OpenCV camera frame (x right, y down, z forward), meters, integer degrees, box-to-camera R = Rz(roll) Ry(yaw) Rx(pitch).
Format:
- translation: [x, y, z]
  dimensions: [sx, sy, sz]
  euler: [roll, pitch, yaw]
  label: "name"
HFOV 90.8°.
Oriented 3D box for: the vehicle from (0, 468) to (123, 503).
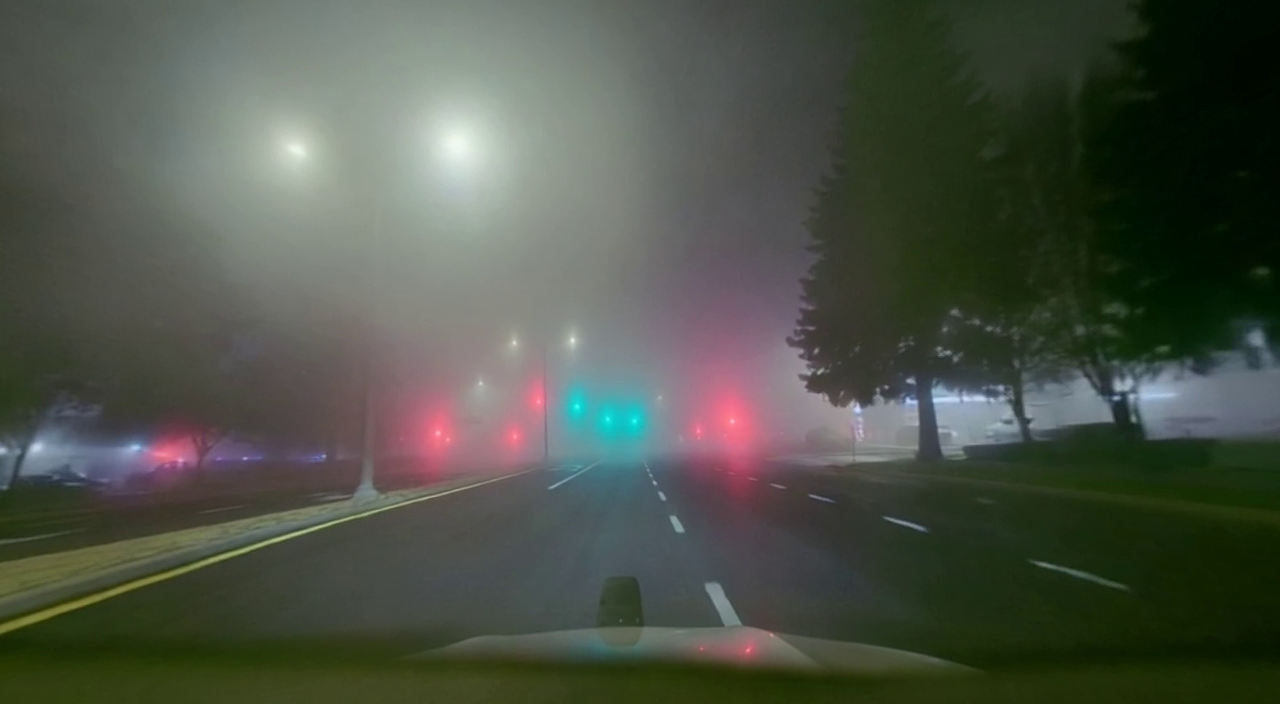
- translation: [-31.244, 7.164, 34.061]
  dimensions: [4.885, 1.727, 2.080]
  euler: [0, -9, 1]
  label: "vehicle"
